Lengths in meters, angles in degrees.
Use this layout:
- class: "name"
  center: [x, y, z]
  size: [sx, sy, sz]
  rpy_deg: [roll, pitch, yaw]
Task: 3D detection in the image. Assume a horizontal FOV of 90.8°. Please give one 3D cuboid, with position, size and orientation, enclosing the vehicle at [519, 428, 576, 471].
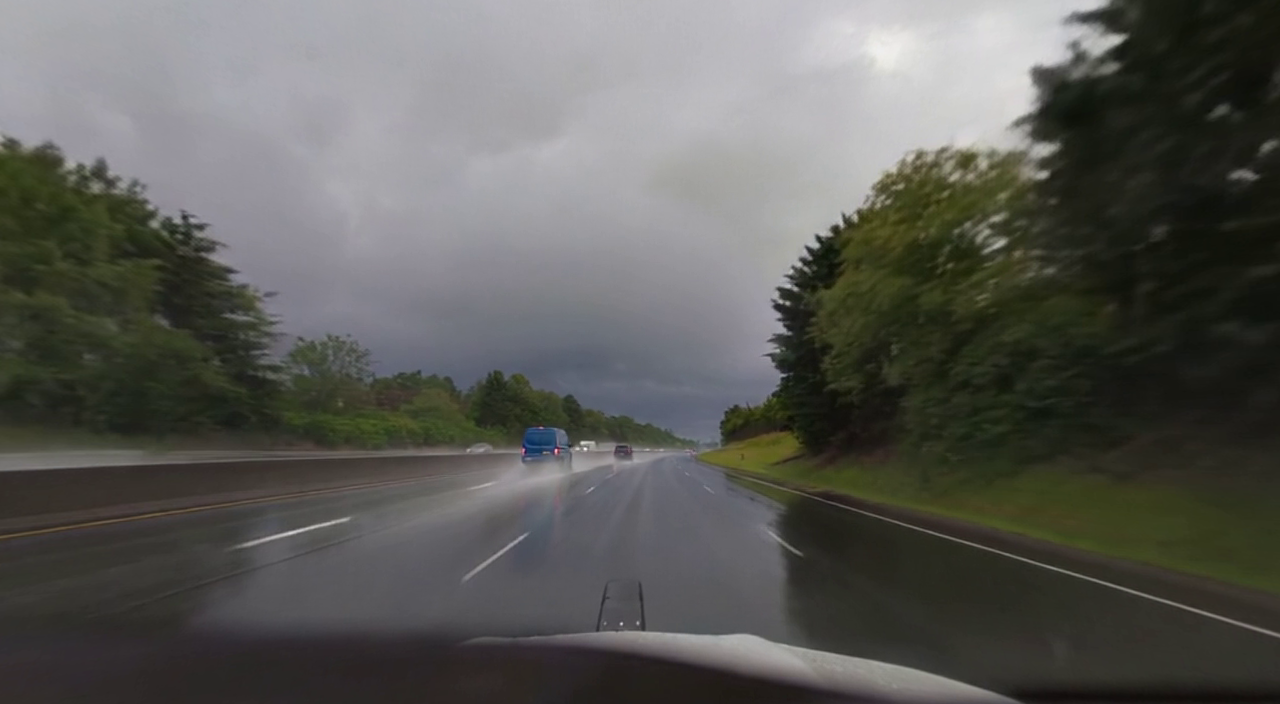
- class: "vehicle"
  center: [-5.632, 6.077, 39.309]
  size: [2.449, 2.471, 6.130]
  rpy_deg: [0, -9, 2]
